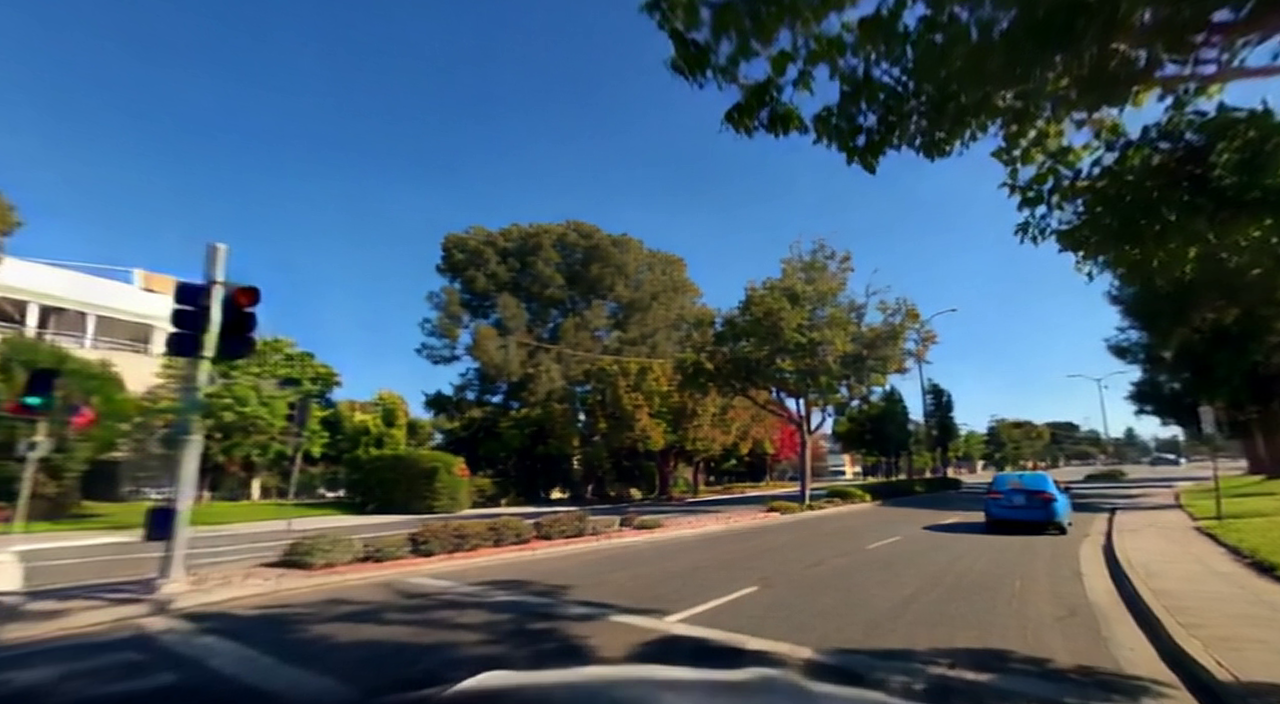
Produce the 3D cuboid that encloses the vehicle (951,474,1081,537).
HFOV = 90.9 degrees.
[{"bbox_3d":[9.495,3.682,15.669,1.972,1.250,5.282,-8,-13,38],"label":"vehicle"}]
